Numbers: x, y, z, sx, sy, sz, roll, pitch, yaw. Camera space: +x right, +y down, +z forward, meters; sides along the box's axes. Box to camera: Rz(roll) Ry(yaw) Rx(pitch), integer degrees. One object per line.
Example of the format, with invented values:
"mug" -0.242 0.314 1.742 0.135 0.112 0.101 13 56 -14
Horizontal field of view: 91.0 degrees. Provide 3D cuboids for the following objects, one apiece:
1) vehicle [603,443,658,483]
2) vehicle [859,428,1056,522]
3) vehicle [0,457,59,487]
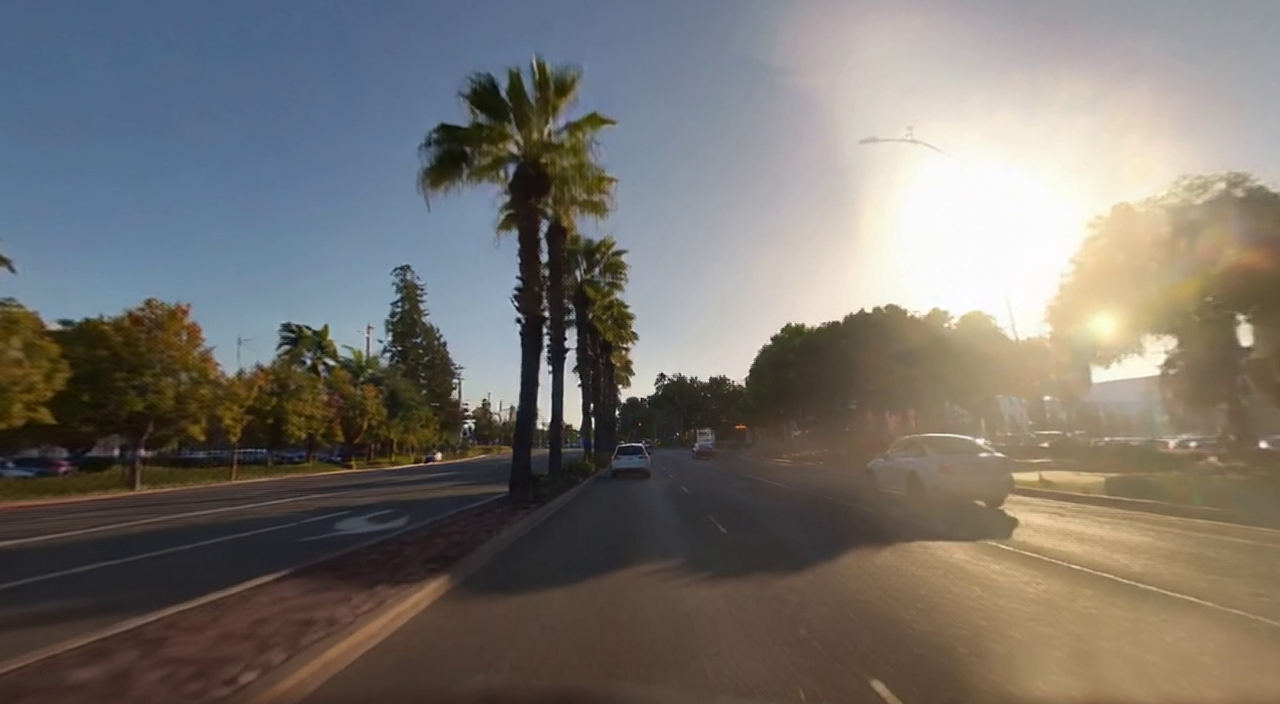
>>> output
"vehicle" -0.353 4.267 24.541 1.970 1.402 3.756 0 -8 0
"vehicle" 6.284 2.455 13.075 1.949 1.647 3.894 0 -8 -2
"vehicle" -33.563 6.308 33.166 3.986 1.432 1.885 0 -8 0
